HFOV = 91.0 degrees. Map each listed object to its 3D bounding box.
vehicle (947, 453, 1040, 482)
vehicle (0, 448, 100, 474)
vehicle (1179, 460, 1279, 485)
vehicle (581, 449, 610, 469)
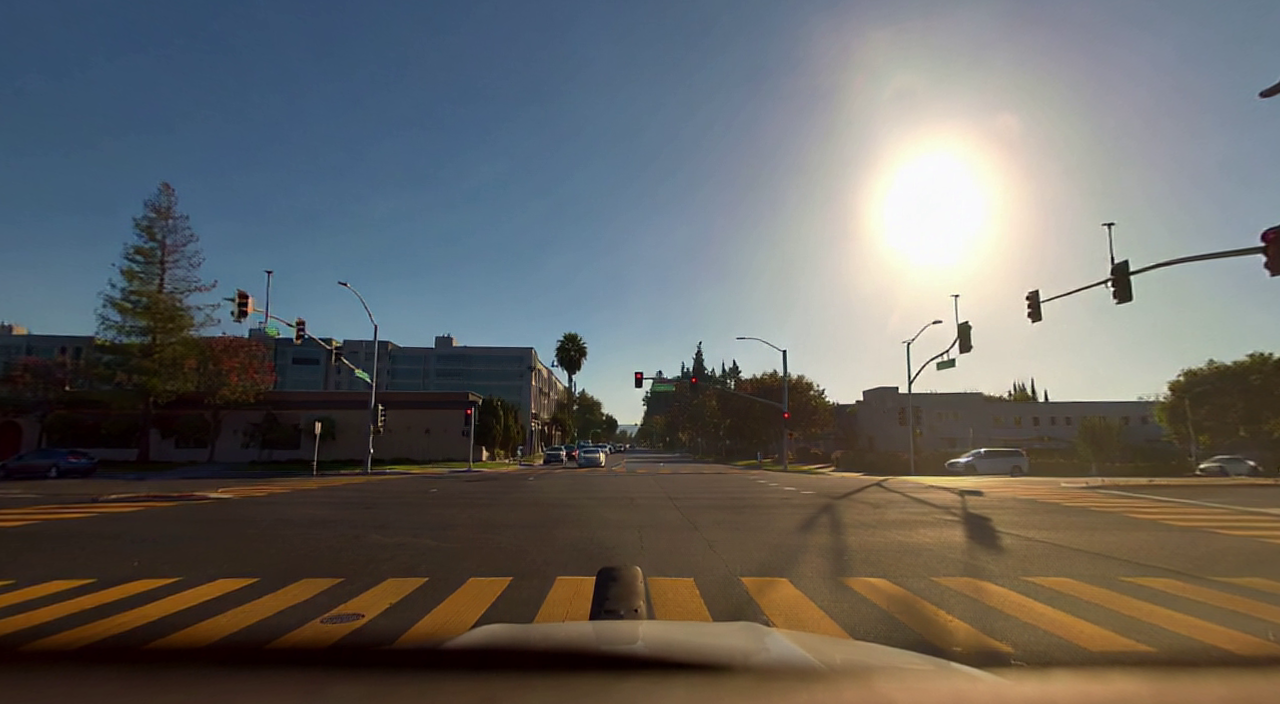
[{"bbox_3d":[21.078,6.871,37.591,4.447,1.623,1.801,0,-9,-3],"label":"vehicle"},{"bbox_3d":[-35.151,6.428,37.176,4.741,1.447,1.807,0,-9,0],"label":"vehicle"},{"bbox_3d":[36.204,7.318,38.298,4.976,1.428,1.929,0,-8,-2],"label":"vehicle"},{"bbox_3d":[-3.468,8.393,49.384,1.908,1.441,4.142,0,-8,1],"label":"vehicle"}]
